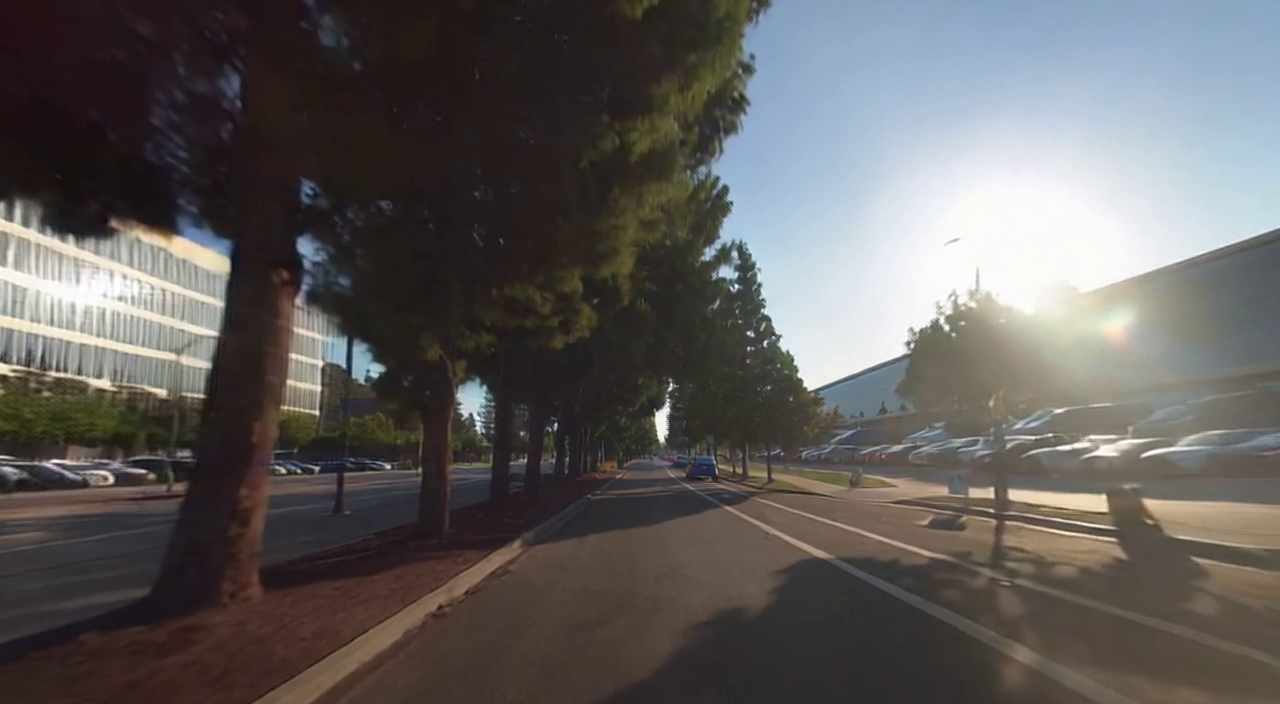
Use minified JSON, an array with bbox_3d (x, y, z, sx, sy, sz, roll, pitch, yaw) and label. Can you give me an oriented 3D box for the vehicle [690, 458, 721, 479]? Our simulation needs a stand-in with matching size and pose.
[{"bbox_3d":[5.012,9.001,48.907,1.909,1.503,4.368,0,-8,0],"label":"vehicle"}]
